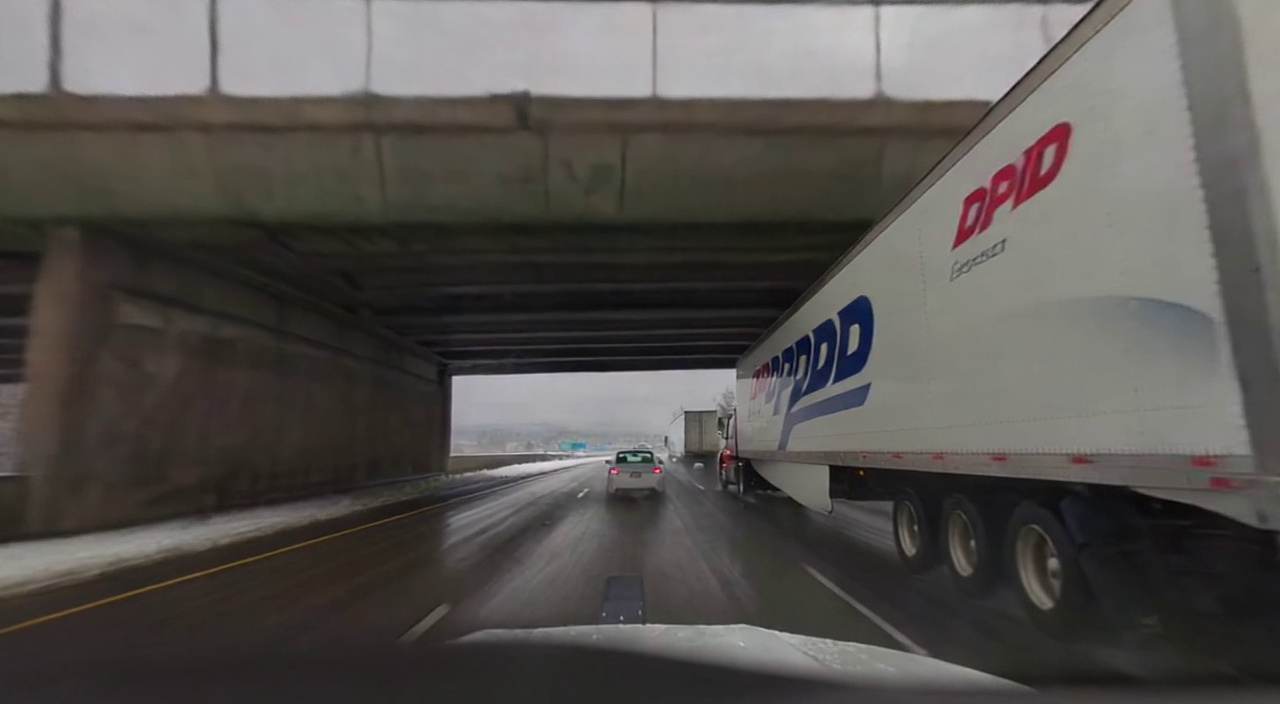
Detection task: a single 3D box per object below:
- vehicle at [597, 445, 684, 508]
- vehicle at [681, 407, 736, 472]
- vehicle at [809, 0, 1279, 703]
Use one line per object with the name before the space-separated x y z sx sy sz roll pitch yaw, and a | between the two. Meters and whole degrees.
vehicle | 0.006 3.190 16.590 2.029 1.437 3.794 0 -9 0
vehicle | 4.548 6.145 43.982 2.801 4.039 8.684 0 -9 0
vehicle | 4.161 0.268 5.847 2.802 3.956 8.291 0 -9 0
